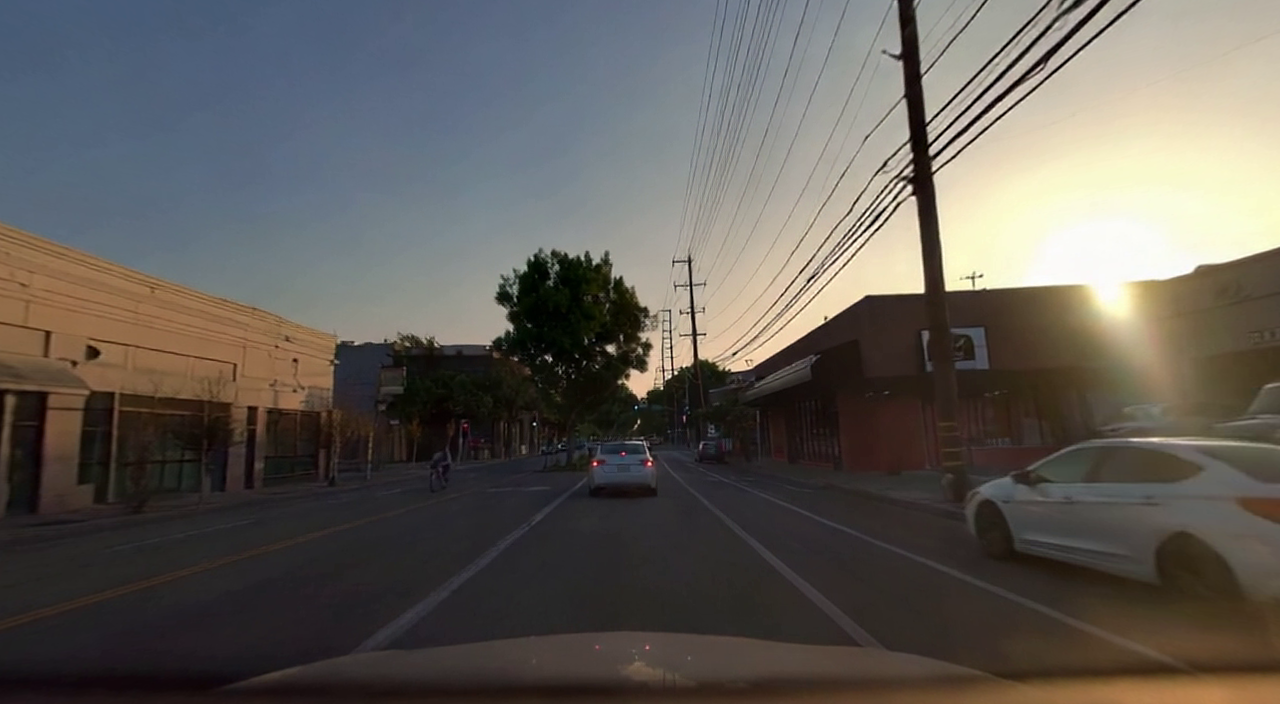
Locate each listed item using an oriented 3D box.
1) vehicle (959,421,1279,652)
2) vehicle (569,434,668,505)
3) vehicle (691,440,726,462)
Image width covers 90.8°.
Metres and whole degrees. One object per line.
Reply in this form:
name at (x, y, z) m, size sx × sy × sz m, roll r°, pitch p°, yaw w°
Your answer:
vehicle at (5.217, 1.488, 6.028) m, size 1.937 × 1.523 × 4.541 m, roll 0°, pitch -8°, yaw 0°
vehicle at (-0.476, 2.790, 15.461) m, size 2.116 × 1.479 × 3.980 m, roll 0°, pitch -8°, yaw -1°
vehicle at (4.804, 6.953, 44.650) m, size 1.908 × 1.470 × 3.935 m, roll 0°, pitch -8°, yaw -2°
